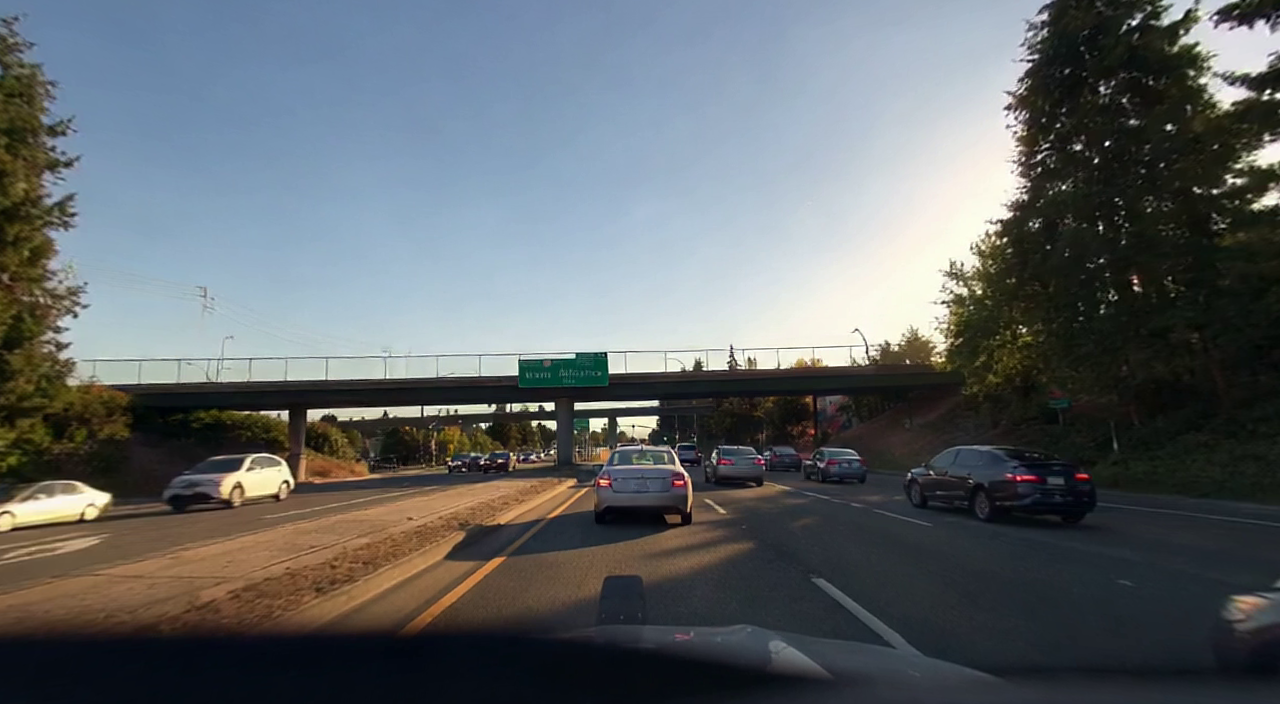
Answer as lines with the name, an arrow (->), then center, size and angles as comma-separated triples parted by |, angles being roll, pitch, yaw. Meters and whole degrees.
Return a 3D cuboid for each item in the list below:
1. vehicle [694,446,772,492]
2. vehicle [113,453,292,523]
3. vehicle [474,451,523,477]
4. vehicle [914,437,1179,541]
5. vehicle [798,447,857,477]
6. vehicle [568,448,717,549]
vehicle -> 3.120, 4.006, 22.075 | 1.962, 1.431, 4.205 | 0, -9, -2
vehicle -> -11.875, 3.658, 17.584 | 1.942, 1.642, 4.200 | 0, -9, 0
vehicle -> -8.866, 7.033, 39.911 | 2.010, 1.524, 4.705 | 0, -9, 0
vehicle -> 6.748, 2.280, 11.168 | 1.890, 1.478, 4.093 | 0, -9, -1
vehicle -> 9.788, 5.747, 33.275 | 1.839, 1.453, 3.992 | 0, -9, -1
vehicle -> 0.020, 2.293, 10.556 | 2.027, 1.341, 3.775 | 0, -9, -1
